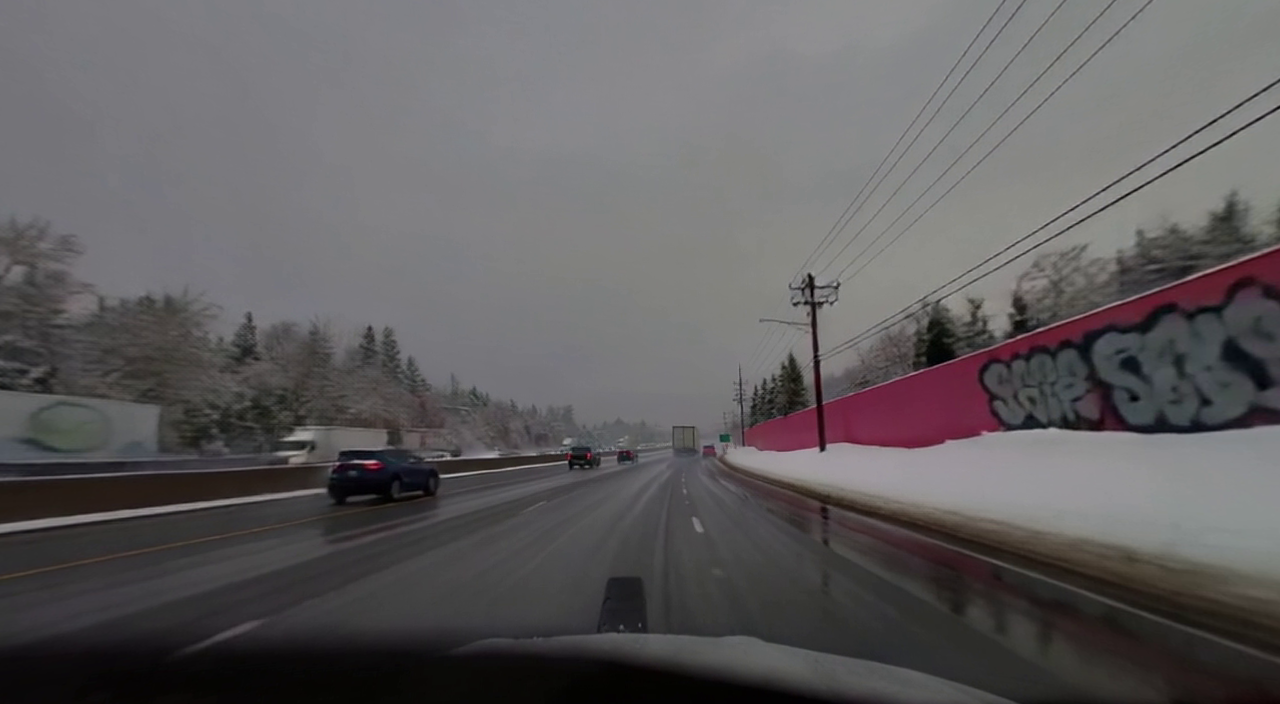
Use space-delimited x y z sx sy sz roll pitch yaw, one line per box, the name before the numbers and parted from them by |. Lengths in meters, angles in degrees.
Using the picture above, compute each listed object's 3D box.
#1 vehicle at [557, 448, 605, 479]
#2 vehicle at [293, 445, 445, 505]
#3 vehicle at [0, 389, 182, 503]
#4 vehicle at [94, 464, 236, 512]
vehicle | -3.103 5.984 33.972 1.966 1.565 3.766 -1 -9 4
vehicle | -7.702 3.534 18.575 2.142 1.503 4.767 -1 -9 3
vehicle | -24.210 3.468 23.171 2.886 4.024 14.699 -1 -9 4
vehicle | -15.949 4.558 21.450 1.789 1.390 3.746 -1 -9 2
